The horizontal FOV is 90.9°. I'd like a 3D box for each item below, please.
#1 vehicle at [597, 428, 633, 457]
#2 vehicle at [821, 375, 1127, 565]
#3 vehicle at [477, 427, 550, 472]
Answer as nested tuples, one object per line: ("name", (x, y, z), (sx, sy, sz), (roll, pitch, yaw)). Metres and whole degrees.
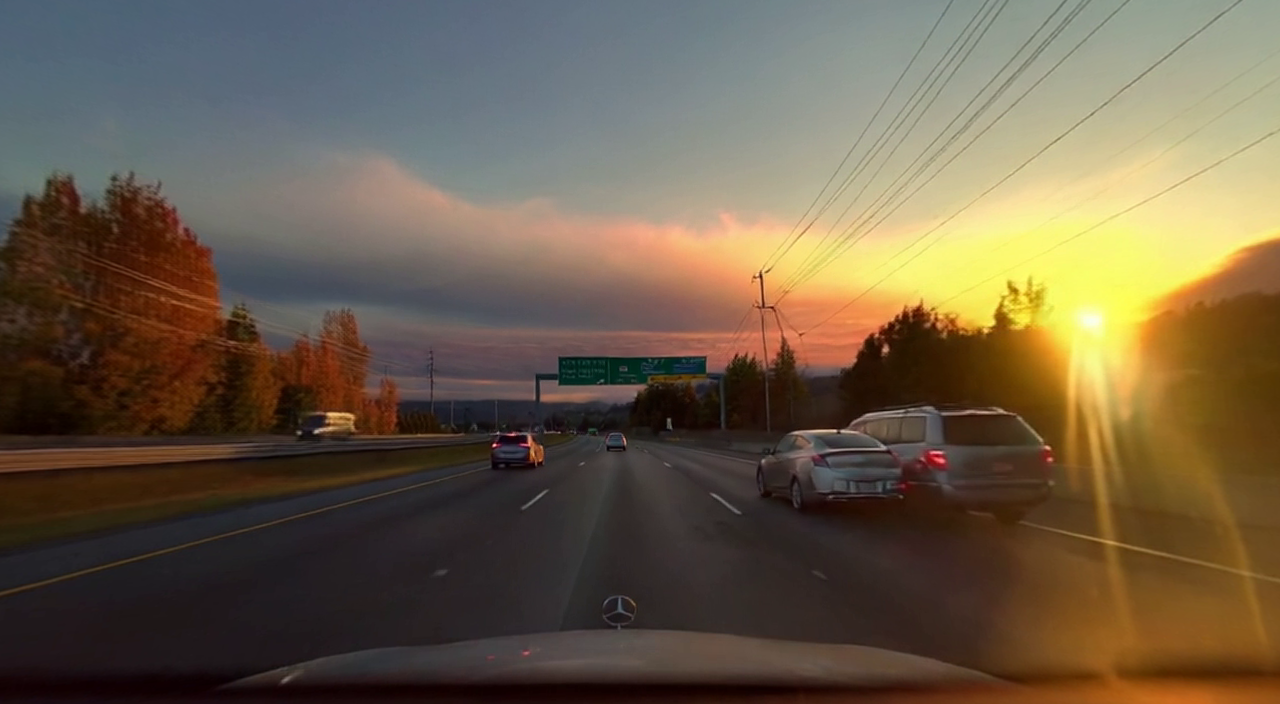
("vehicle", (-1.591, 5.723, 40.023), (2.159, 1.690, 3.720), (0, -7, -3))
("vehicle", (3.887, 1.401, 8.103), (1.976, 1.905, 3.263), (0, -7, -3))
("vehicle", (-4.818, 3.754, 24.578), (2.100, 1.590, 4.077), (0, -7, -1))
